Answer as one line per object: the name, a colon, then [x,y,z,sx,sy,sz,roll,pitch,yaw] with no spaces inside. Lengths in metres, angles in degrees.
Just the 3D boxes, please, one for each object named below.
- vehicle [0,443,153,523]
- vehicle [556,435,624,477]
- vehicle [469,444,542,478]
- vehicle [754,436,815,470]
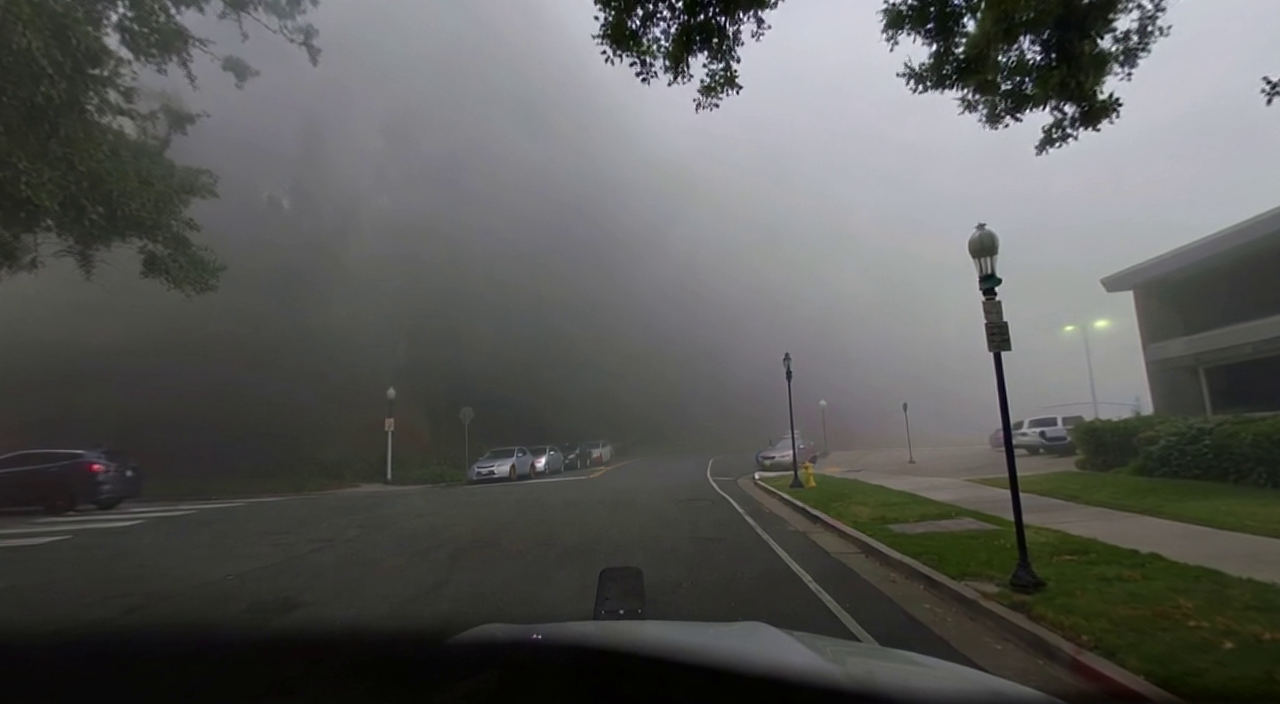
vehicle: [-13.832,2.878,14.166,4.106,1.620,2.065,-1,-9,2]
vehicle: [-2.059,4.491,27.398,2.110,1.651,4.410,-1,-9,7]
vehicle: [-6.073,4.968,29.069,1.968,1.443,4.358,-1,-9,6]
vehicle: [6.687,4.714,29.680,1.918,1.461,4.419,-1,-8,1]
